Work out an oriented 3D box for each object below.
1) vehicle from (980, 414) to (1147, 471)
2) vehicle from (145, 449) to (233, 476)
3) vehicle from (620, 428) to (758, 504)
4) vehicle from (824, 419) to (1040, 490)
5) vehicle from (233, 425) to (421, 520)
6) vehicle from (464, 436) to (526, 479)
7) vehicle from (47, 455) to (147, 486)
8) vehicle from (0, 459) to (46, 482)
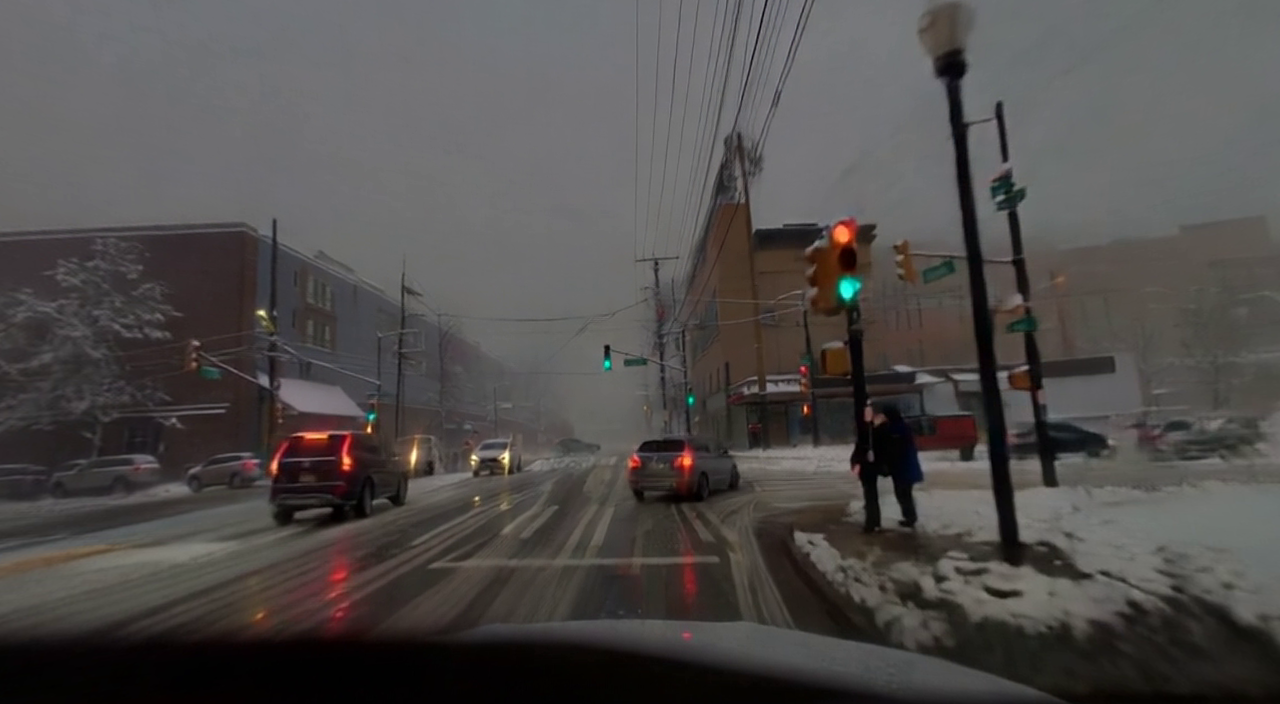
[{"bbox_3d":[14.716,3.137,22.101,4.478,1.749,2.161,0,-8,-11],"label":"vehicle"},{"bbox_3d":[-34.723,8.509,48.755,5.019,1.956,2.097,0,-9,-1],"label":"vehicle"},{"bbox_3d":[1.327,2.618,14.962,2.059,1.497,4.260,-3,-9,21],"label":"vehicle"},{"bbox_3d":[7.489,2.607,16.442,4.714,1.686,1.973,1,-7,-9],"label":"vehicle"},{"bbox_3d":[-6.556,2.559,13.909,2.063,1.751,4.229,0,-9,-2],"label":"vehicle"},{"bbox_3d":[-5.609,4.032,24.352,2.097,1.457,4.439,2,-9,-13],"label":"vehicle"},{"bbox_3d":[-34.618,7.552,40.349,4.492,1.880,1.879,0,-9,-1],"label":"vehicle"},{"bbox_3d":[-49.399,9.356,49.429,4.170,1.528,1.687,-5,-6,0],"label":"vehicle"}]
